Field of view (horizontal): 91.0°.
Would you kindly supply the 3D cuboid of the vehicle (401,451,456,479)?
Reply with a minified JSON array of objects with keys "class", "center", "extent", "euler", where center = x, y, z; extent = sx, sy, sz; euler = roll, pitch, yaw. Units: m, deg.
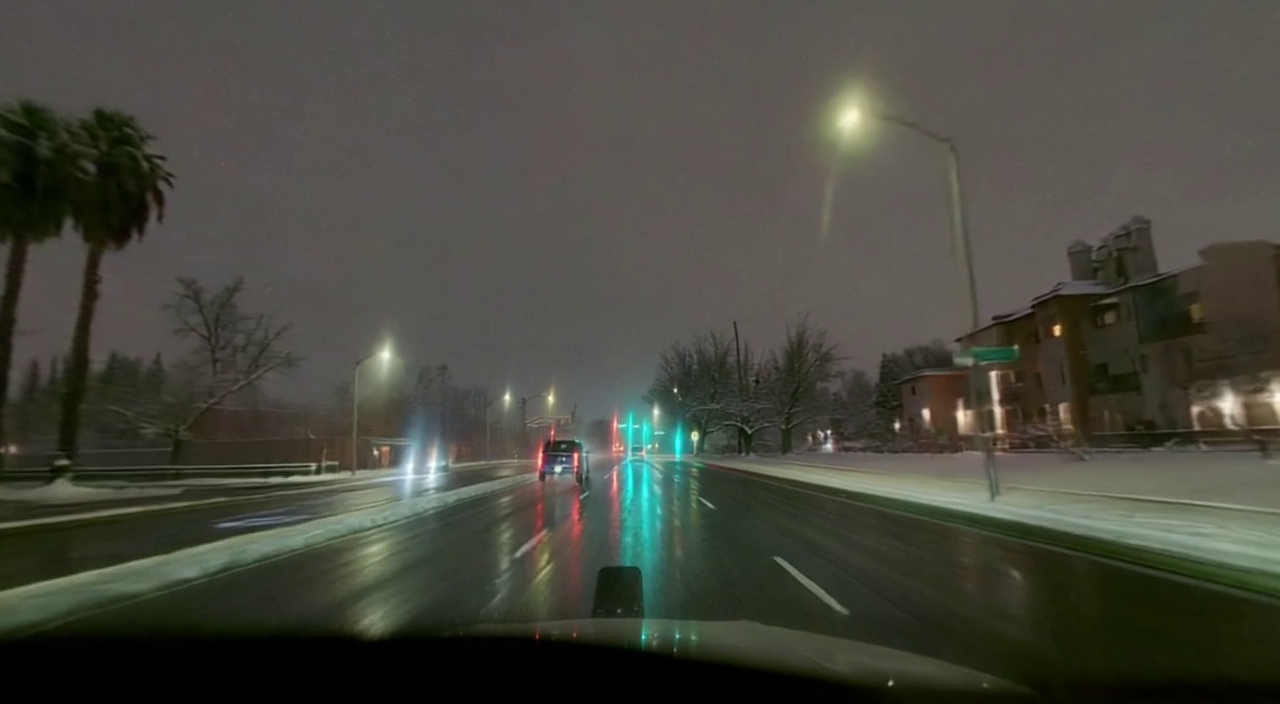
[{"class":"vehicle","center":[-14.253,7.595,42.707],"extent":[2.022,1.756,4.670],"euler":[0,-9,1]}]

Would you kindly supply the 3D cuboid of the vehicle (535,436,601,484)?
[{"class":"vehicle","center":[-3.196,4.990,29.350],"extent":[2.370,1.968,5.698],"euler":[0,-9,0]}]
